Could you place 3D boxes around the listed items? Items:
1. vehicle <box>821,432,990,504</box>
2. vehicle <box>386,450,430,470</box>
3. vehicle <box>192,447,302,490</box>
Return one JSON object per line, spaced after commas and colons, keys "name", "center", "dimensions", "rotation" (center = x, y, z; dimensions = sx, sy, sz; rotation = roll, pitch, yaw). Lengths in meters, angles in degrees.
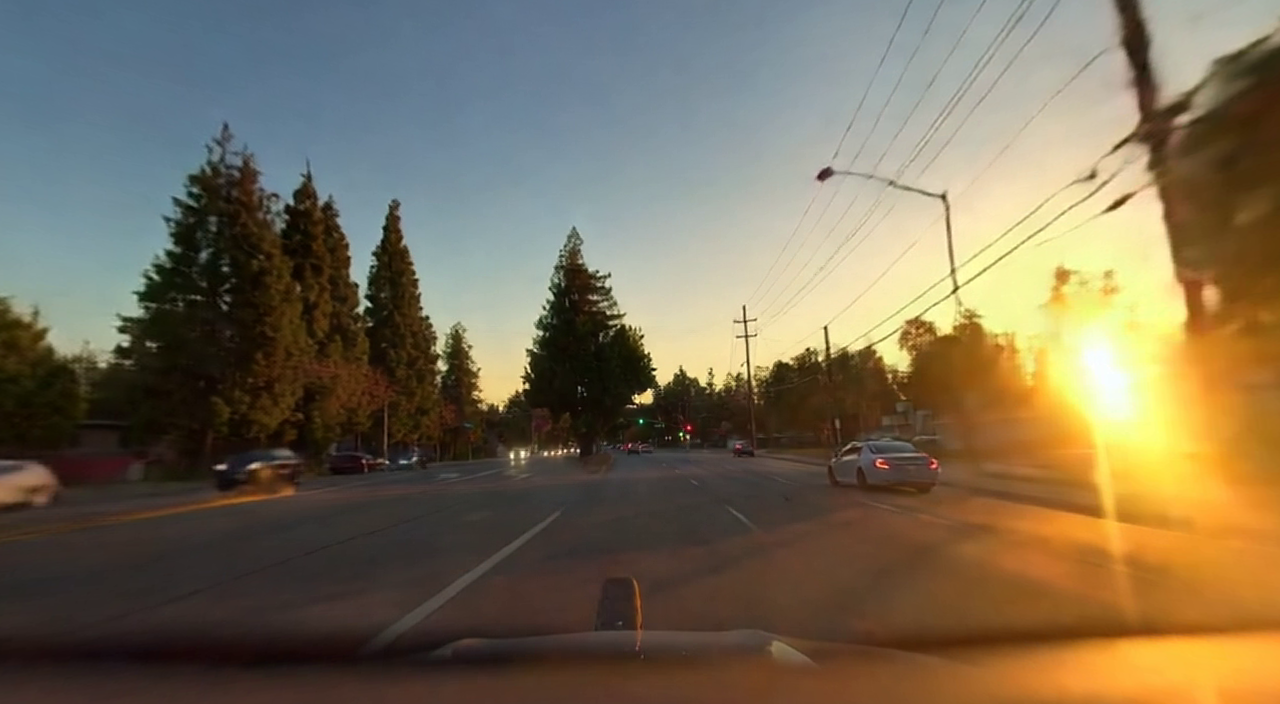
{"name": "vehicle", "center": [6.375, 2.840, 15.901], "dimensions": [2.113, 1.520, 4.650], "rotation": [0, -8, -2]}
{"name": "vehicle", "center": [-17.709, 8.259, 48.419], "dimensions": [1.886, 1.446, 4.265], "rotation": [0, -9, -2]}
{"name": "vehicle", "center": [-17.071, 5.041, 27.783], "dimensions": [1.937, 1.676, 4.718], "rotation": [0, -8, -2]}
